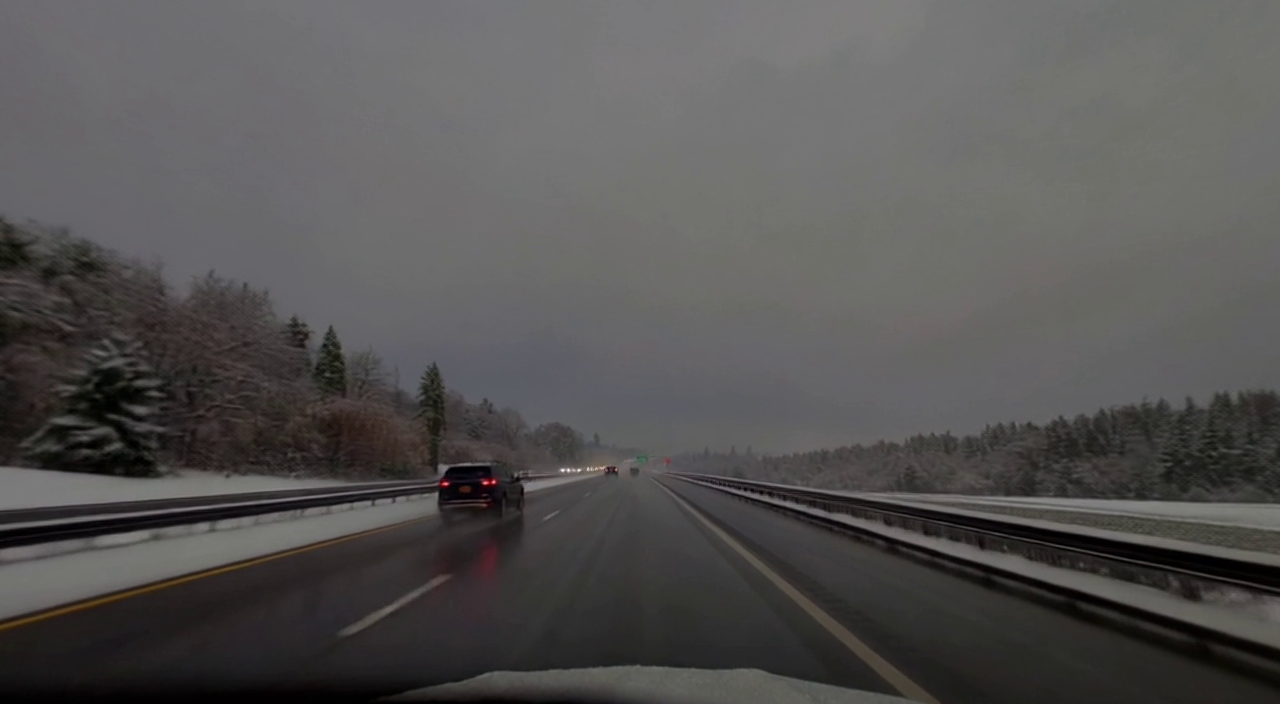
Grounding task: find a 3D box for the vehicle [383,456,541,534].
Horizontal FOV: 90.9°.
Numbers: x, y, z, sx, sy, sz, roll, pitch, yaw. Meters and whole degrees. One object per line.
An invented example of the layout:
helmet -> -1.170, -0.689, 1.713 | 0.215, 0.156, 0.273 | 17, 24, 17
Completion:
vehicle -> -3.839, 3.235, 14.722 | 2.146, 1.441, 5.020 | 1, -10, 1
